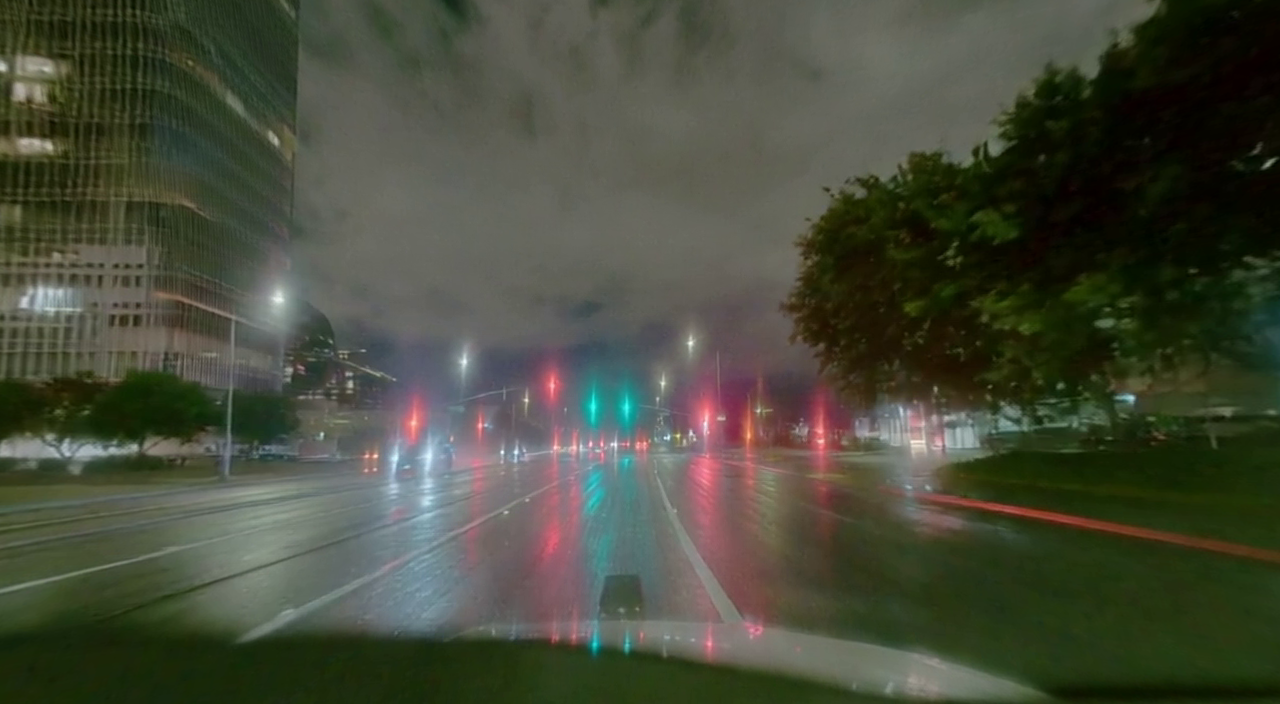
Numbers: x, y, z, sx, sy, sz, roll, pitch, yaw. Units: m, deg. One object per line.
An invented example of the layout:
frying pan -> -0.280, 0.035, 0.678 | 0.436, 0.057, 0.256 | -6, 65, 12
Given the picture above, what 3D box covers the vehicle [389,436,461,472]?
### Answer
vehicle -> -12.022, 5.732, 35.720 | 2.184, 1.812, 5.245 | 0, -9, 0
